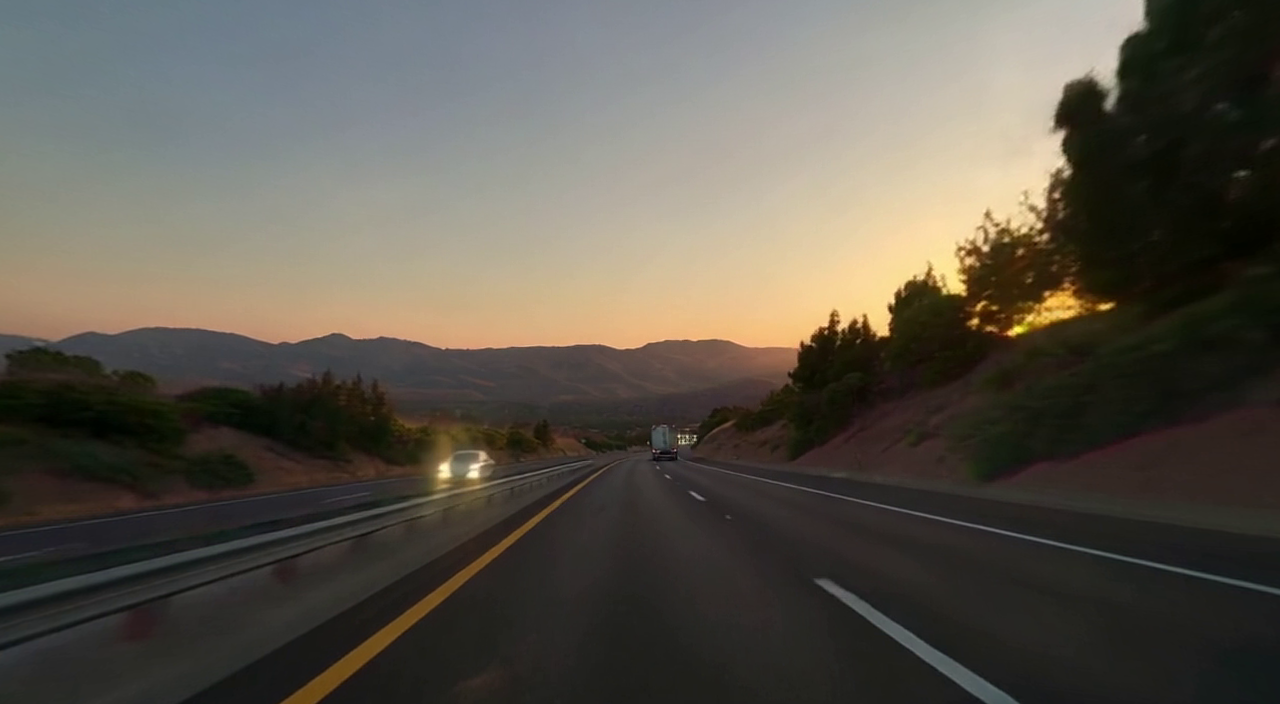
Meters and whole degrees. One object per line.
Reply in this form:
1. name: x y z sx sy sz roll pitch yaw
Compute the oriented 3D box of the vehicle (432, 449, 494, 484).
1. vehicle: -9.030 5.853 32.303 1.964 1.668 4.267 0 -9 -1
